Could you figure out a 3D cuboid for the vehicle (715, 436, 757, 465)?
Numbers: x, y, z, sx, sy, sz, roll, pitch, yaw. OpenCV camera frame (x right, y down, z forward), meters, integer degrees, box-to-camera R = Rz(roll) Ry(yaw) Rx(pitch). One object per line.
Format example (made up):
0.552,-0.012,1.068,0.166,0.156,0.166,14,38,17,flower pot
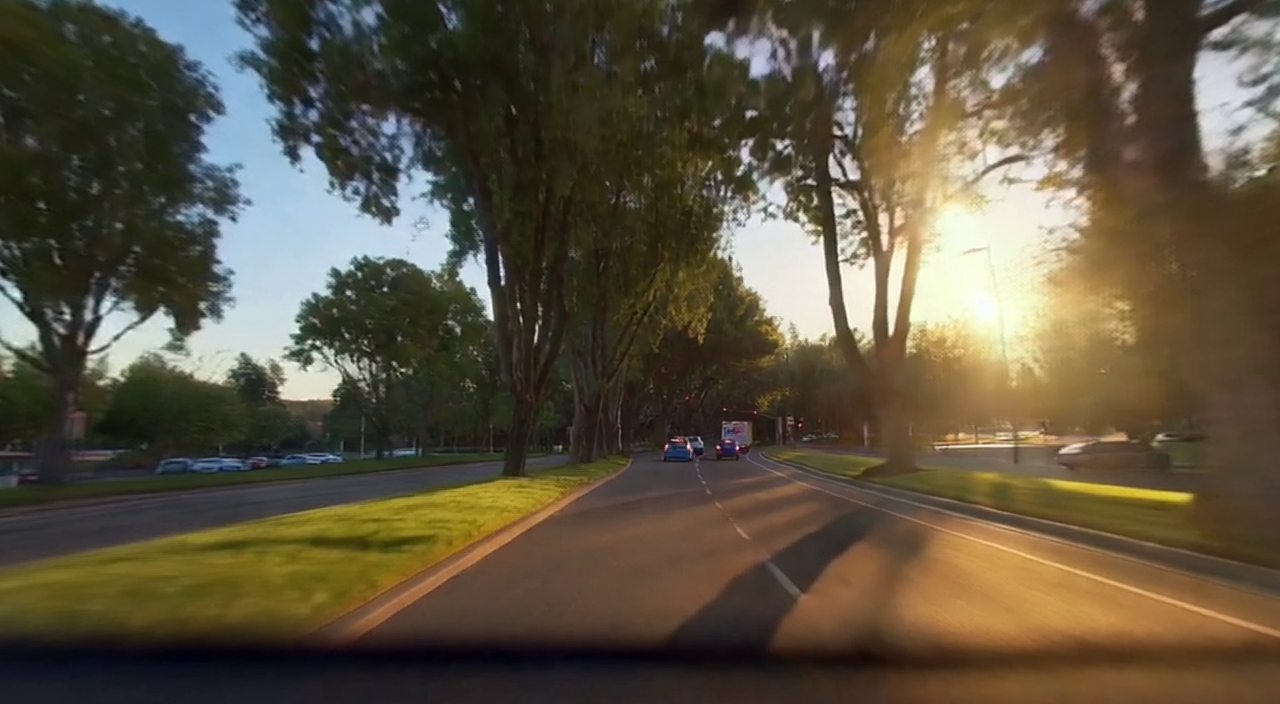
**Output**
5.297,5.460,35.177,1.989,1.497,4.436,-1,-9,5,vehicle

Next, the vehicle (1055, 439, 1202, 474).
21.003,4.506,27.292,4.627,1.418,1.800,-1,-9,7,vehicle

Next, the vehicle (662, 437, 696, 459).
2.837,6.827,44.790,2.066,1.482,4.273,-1,-9,8,vehicle

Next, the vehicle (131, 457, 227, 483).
-27.188,6.975,37.301,4.275,1.430,1.878,-1,-9,4,vehicle
